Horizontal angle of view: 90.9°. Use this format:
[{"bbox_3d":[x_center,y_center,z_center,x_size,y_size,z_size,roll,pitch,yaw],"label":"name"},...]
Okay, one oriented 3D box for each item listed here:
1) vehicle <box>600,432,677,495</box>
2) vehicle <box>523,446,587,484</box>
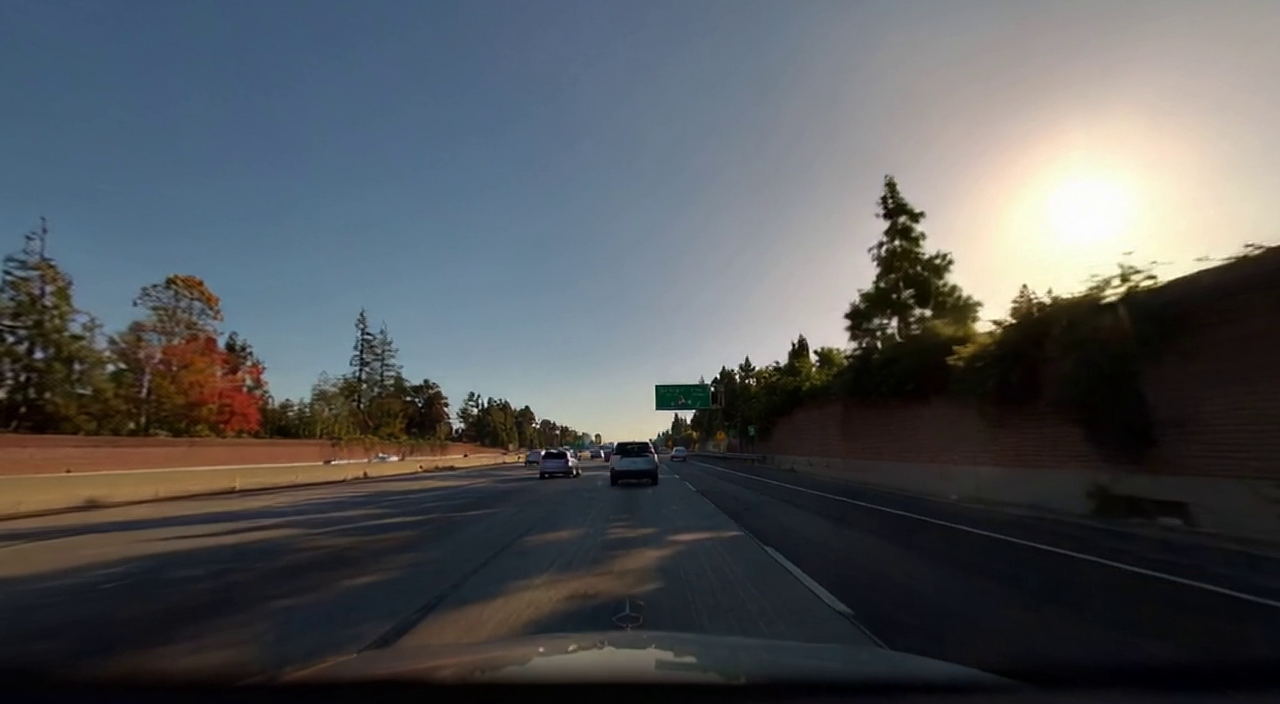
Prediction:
[{"bbox_3d":[-0.017,3.535,20.350,2.233,1.804,4.273,0,-9,1],"label":"vehicle"},{"bbox_3d":[-3.442,4.647,26.298,1.967,1.442,4.143,0,-9,2],"label":"vehicle"}]
